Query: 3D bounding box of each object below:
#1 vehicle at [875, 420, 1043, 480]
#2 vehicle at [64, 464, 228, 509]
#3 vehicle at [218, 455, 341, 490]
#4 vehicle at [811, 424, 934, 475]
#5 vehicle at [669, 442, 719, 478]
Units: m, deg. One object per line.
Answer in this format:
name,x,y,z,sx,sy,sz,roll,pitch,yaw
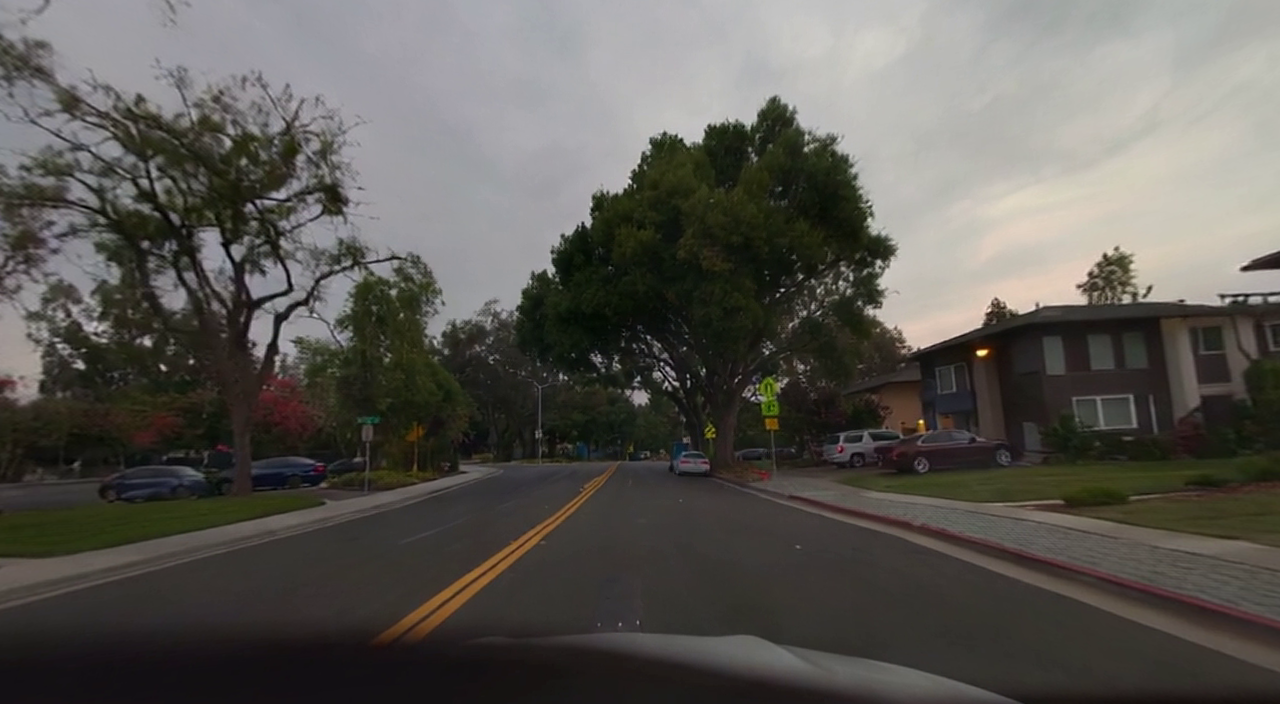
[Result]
vehicle,11.064,3.466,22.201,4.750,1.658,1.902,-4,-11,0
vehicle,-19.008,5.120,24.474,4.691,1.483,1.955,9,-13,-44
vehicle,-19.689,6.555,34.713,2.059,1.746,5.388,-9,-13,42
vehicle,10.394,4.400,28.530,4.653,1.979,1.998,-3,-9,0
vehicle,2.965,6.150,36.100,2.221,1.892,5.555,0,-9,-1
